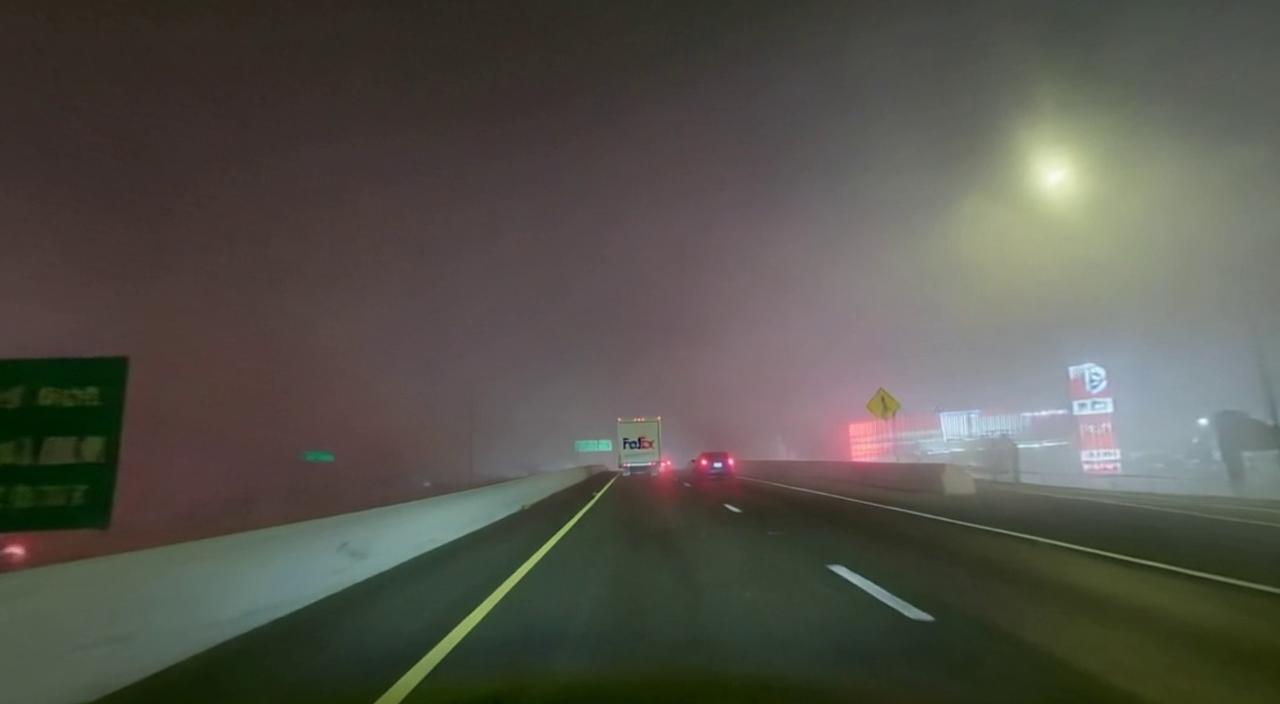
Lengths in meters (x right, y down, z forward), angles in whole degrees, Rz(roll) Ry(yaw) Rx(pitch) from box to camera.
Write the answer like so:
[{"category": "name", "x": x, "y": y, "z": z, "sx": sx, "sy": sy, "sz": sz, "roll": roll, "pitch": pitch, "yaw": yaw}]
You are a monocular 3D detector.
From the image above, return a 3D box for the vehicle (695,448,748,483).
[{"category": "vehicle", "x": 3.912, "y": 5.557, "z": 31.087, "sx": 1.966, "sy": 1.558, "sz": 4.238, "roll": 0, "pitch": -9, "yaw": -1}]

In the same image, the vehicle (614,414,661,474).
[{"category": "vehicle", "x": -0.244, "y": 7.262, "z": 49.366, "sx": 3.243, "sy": 4.134, "sz": 11.656, "roll": 0, "pitch": -9, "yaw": 0}]
